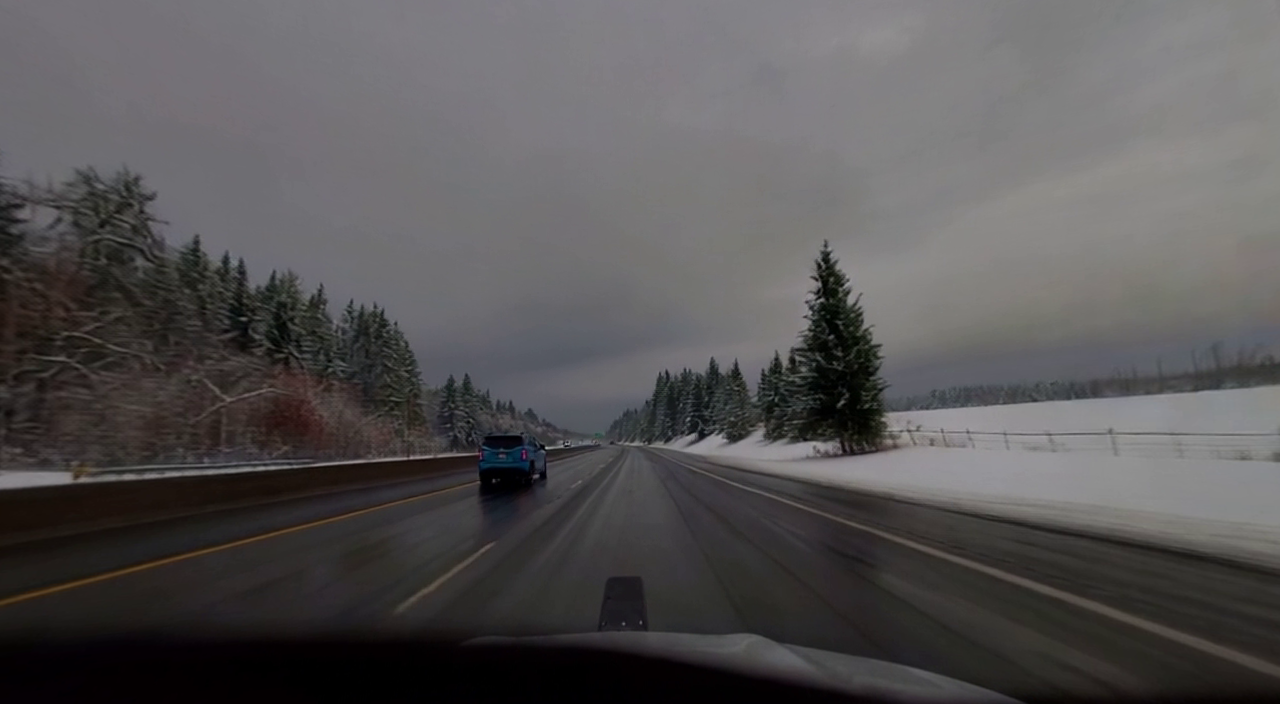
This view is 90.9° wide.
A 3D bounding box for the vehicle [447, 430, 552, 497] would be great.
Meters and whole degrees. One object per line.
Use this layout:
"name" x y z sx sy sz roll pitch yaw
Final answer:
"vehicle" -4.026 3.277 18.932 2.084 1.752 4.479 0 -8 0
